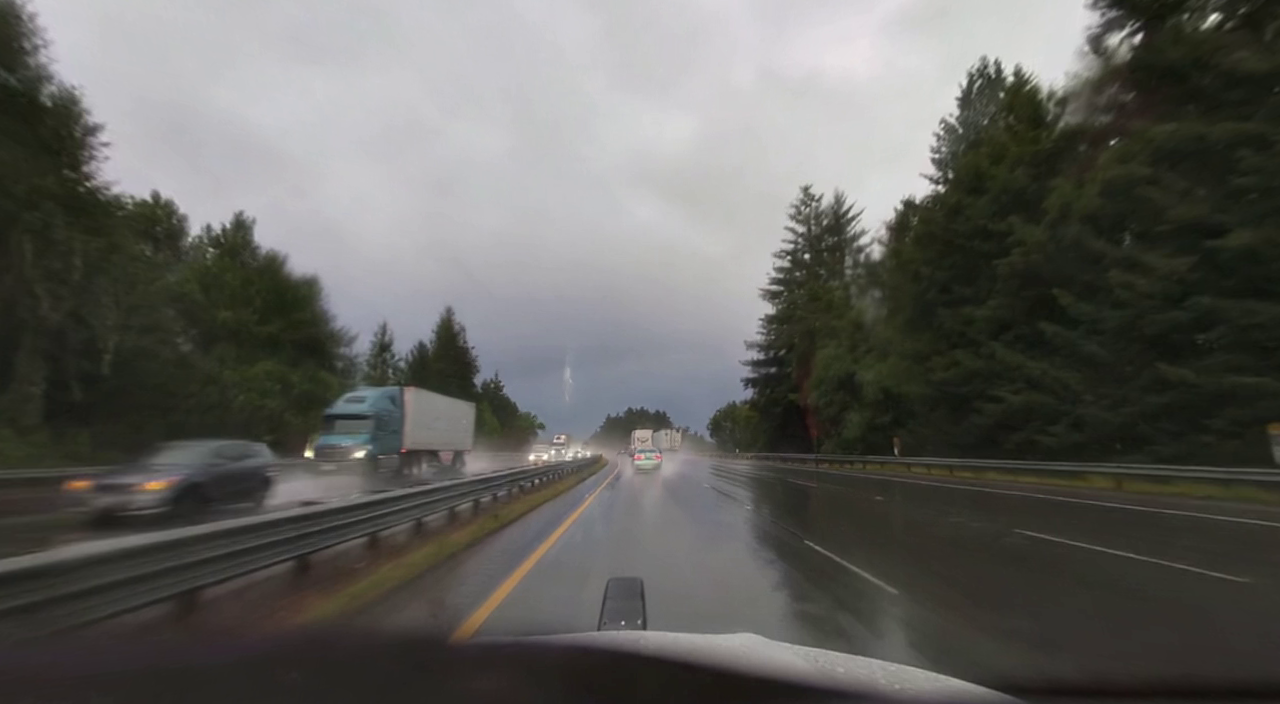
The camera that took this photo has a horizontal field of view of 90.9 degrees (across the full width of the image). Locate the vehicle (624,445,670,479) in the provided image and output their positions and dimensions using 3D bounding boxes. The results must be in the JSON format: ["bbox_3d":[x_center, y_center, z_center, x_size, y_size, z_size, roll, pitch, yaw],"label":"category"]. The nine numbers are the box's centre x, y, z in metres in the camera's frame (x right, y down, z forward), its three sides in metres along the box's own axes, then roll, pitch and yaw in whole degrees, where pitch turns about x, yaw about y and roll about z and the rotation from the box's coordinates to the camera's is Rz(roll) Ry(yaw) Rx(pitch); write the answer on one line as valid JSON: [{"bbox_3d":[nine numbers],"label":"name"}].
[{"bbox_3d":[0.271,5.367,31.006,2.069,1.523,4.012,0,-9,-2],"label":"vehicle"}]

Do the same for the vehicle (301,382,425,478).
[{"bbox_3d":[-12.473,3.654,29.083,2.983,3.990,5.739,0,-9,0],"label":"vehicle"}]

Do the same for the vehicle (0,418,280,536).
[{"bbox_3d":[-8.067,1.960,10.375,1.935,1.557,3.904,0,-9,0],"label":"vehicle"}]
